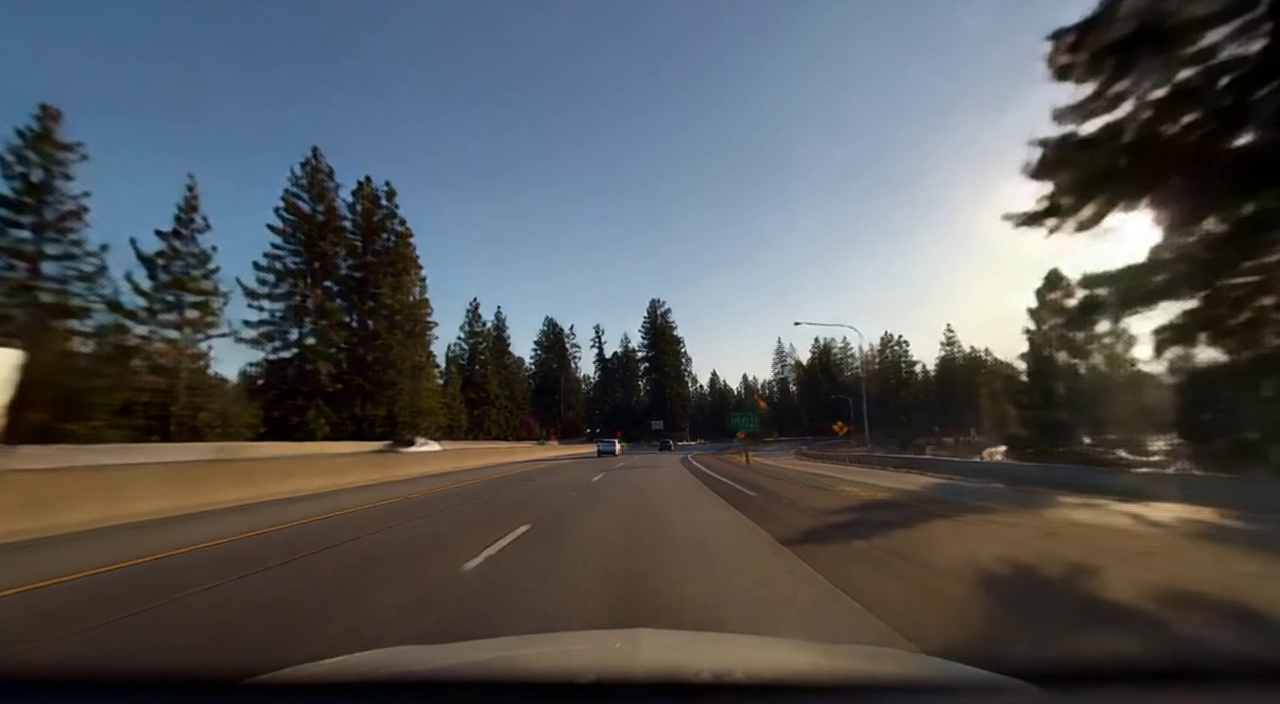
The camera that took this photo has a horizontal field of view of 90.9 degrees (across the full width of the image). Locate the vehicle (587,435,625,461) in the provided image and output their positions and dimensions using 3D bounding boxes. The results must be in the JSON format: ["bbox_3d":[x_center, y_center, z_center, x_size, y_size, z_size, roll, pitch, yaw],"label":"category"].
[{"bbox_3d":[-2.400,6.924,45.634,2.129,1.742,4.217,-1,-8,5],"label":"vehicle"}]

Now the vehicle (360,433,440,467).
[{"bbox_3d":[-12.592,5.169,33.508,2.015,1.642,5.169,0,-8,2],"label":"vehicle"}]
